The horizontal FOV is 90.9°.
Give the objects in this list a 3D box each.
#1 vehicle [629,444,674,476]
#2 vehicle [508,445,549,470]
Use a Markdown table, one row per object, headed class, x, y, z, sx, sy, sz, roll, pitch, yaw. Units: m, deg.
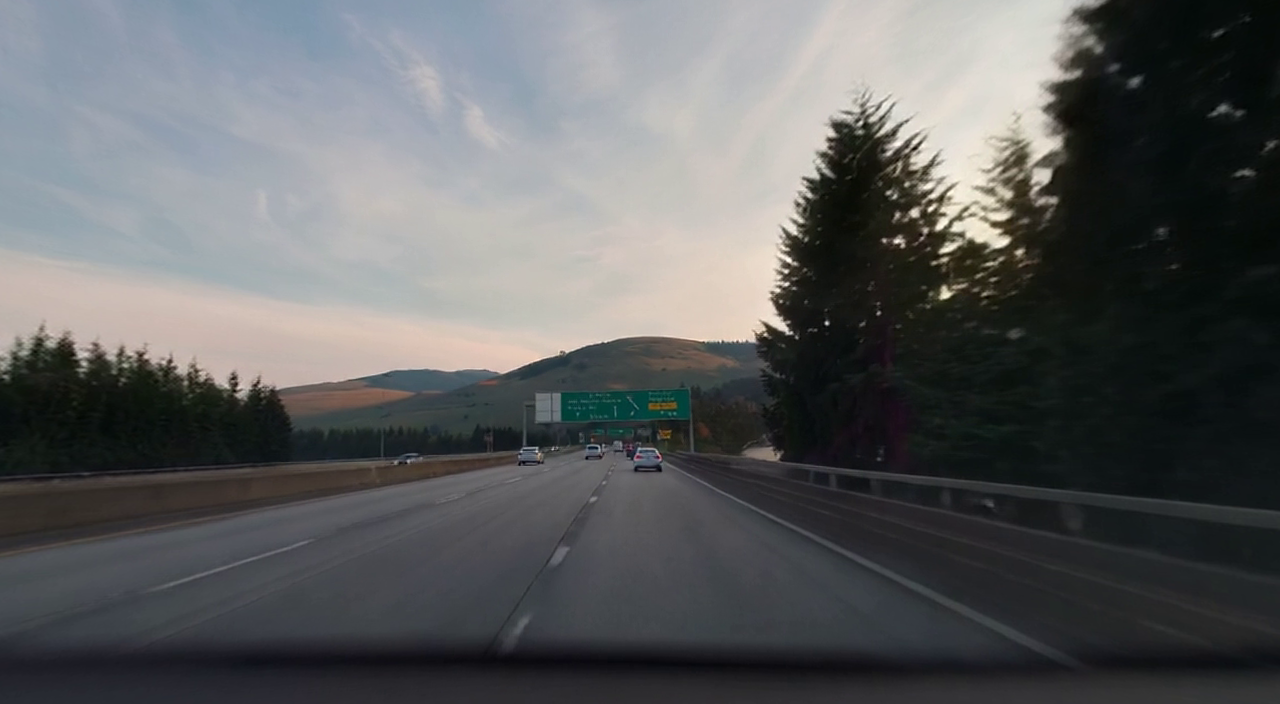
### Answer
| class | x | y | z | sx | sy | sz | roll | pitch | yaw |
| --- | --- | --- | --- | --- | --- | --- | --- | --- | --- |
| vehicle | 0.489 | 5.368 | 31.497 | 2.019 | 1.475 | 4.301 | 0 | -9 | -2 |
| vehicle | -7.008 | 6.688 | 39.899 | 1.955 | 1.468 | 3.637 | 0 | -9 | -1 |
